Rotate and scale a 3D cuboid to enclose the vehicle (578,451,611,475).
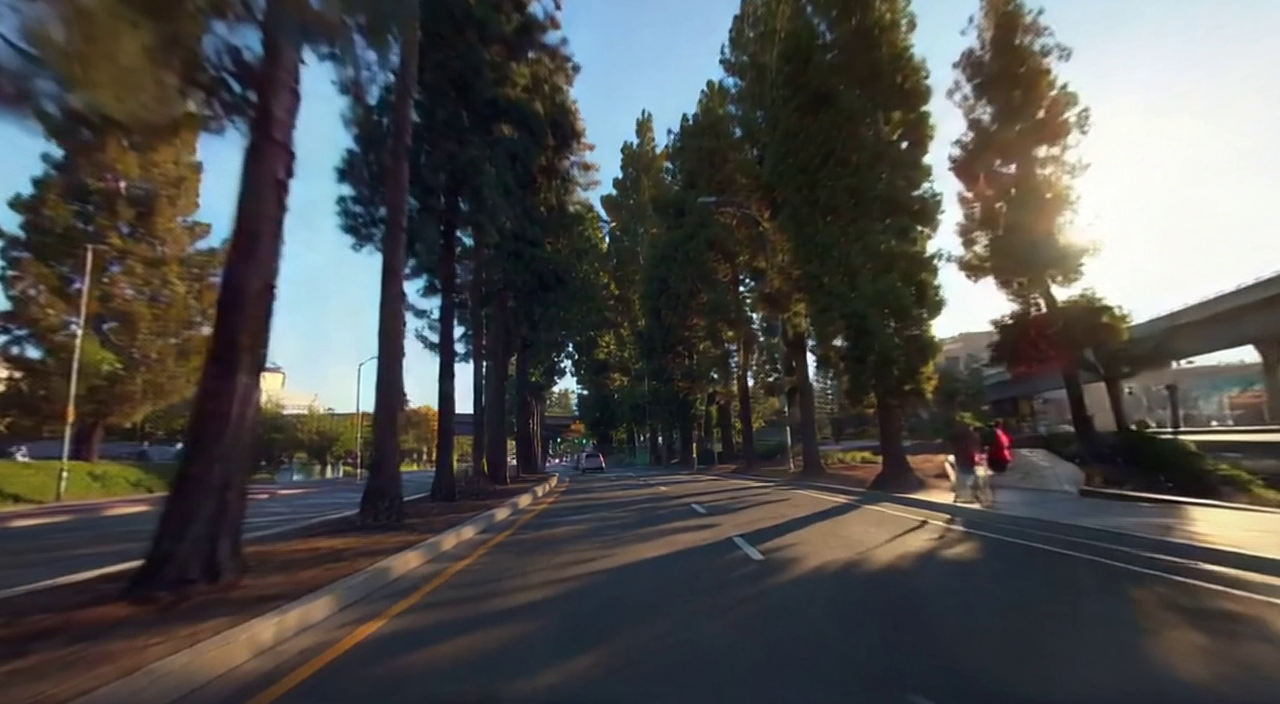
[{"bbox_3d":[-3.559,8.551,48.713,2.184,1.713,4.231,1,-9,-8],"label":"vehicle"}]
